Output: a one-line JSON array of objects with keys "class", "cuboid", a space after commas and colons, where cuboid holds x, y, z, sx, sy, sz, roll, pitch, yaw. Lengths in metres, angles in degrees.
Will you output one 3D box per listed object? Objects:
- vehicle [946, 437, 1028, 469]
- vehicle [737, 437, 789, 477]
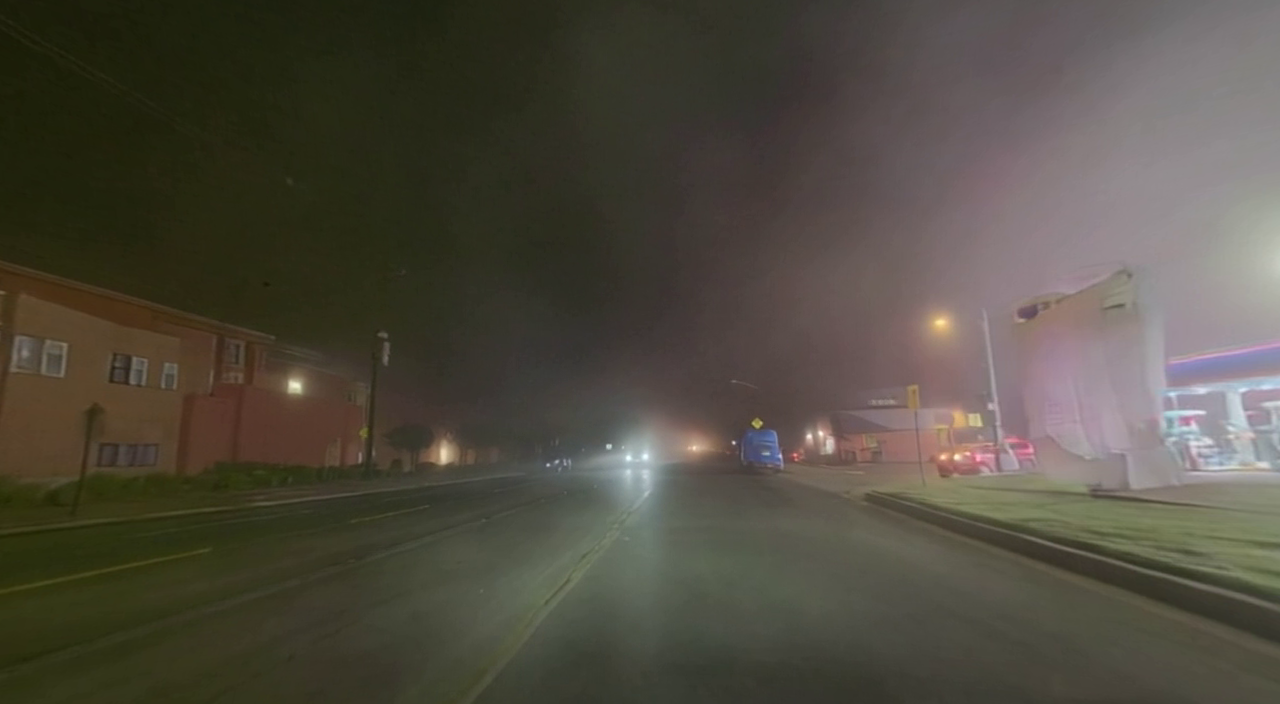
[{"class": "vehicle", "cuboid": [16.877, 4.944, 30.986, 1.919, 1.411, 4.440, -1, -9, 7]}, {"class": "vehicle", "cuboid": [6.266, 5.399, 32.812, 2.194, 1.896, 5.049, -1, -9, 6]}]
